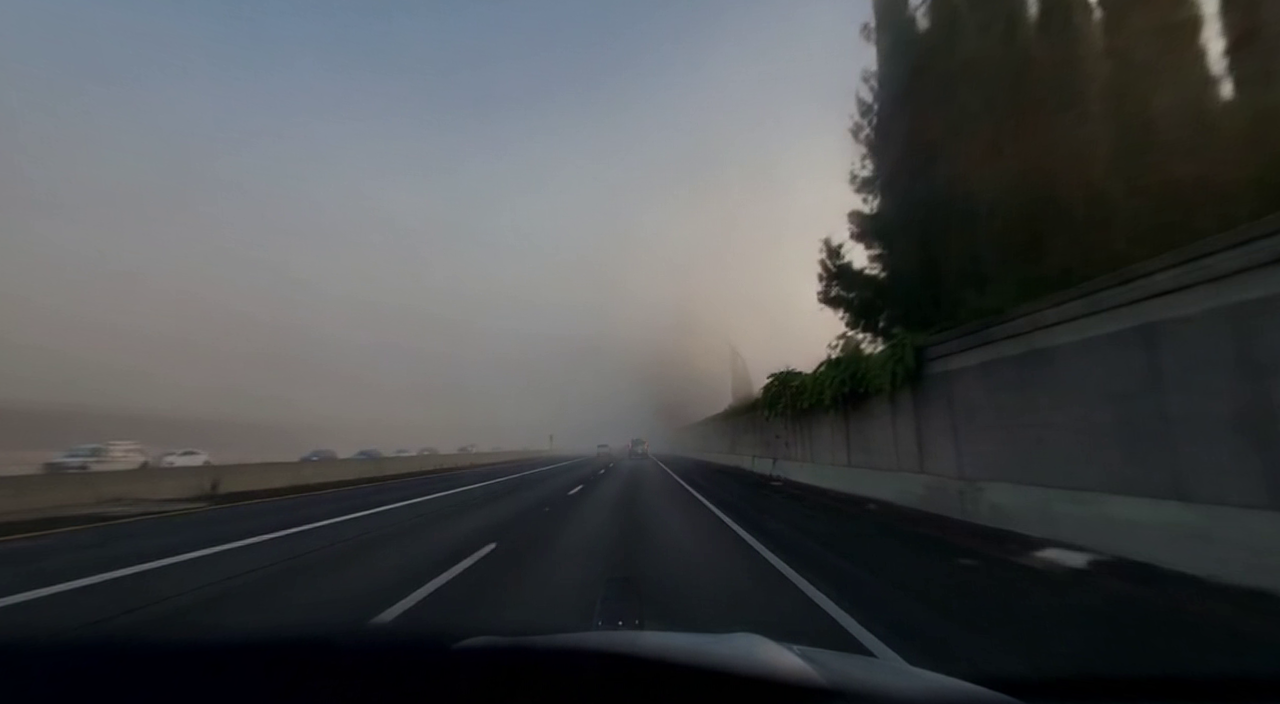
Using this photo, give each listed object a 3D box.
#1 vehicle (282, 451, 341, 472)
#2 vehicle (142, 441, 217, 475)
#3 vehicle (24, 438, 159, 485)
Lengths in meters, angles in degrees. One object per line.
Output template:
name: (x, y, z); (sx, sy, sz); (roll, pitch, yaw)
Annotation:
vehicle: (-25.956, 8.631, 49.995); (2.033, 1.555, 4.737); (0, -9, 1)
vehicle: (-33.466, 7.684, 45.905); (2.249, 2.289, 4.150); (0, -9, 0)
vehicle: (-29.646, 5.911, 34.351); (2.279, 2.293, 5.544); (0, -9, 0)
